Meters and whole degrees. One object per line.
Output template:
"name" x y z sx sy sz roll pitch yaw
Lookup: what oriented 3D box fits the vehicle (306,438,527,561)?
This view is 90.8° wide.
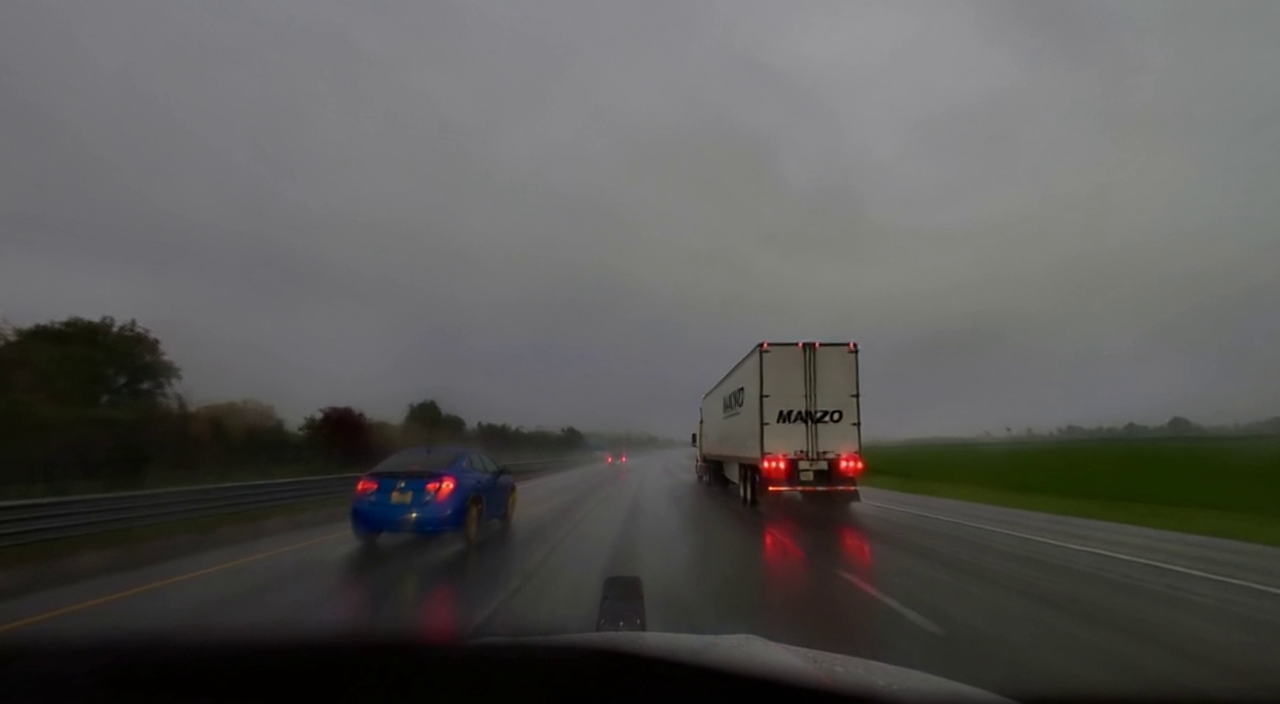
"vehicle" -3.228 2.207 10.202 1.945 1.537 4.294 0 -9 1

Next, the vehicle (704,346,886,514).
"vehicle" 4.402 2.906 22.124 2.832 4.034 13.924 0 -9 0
